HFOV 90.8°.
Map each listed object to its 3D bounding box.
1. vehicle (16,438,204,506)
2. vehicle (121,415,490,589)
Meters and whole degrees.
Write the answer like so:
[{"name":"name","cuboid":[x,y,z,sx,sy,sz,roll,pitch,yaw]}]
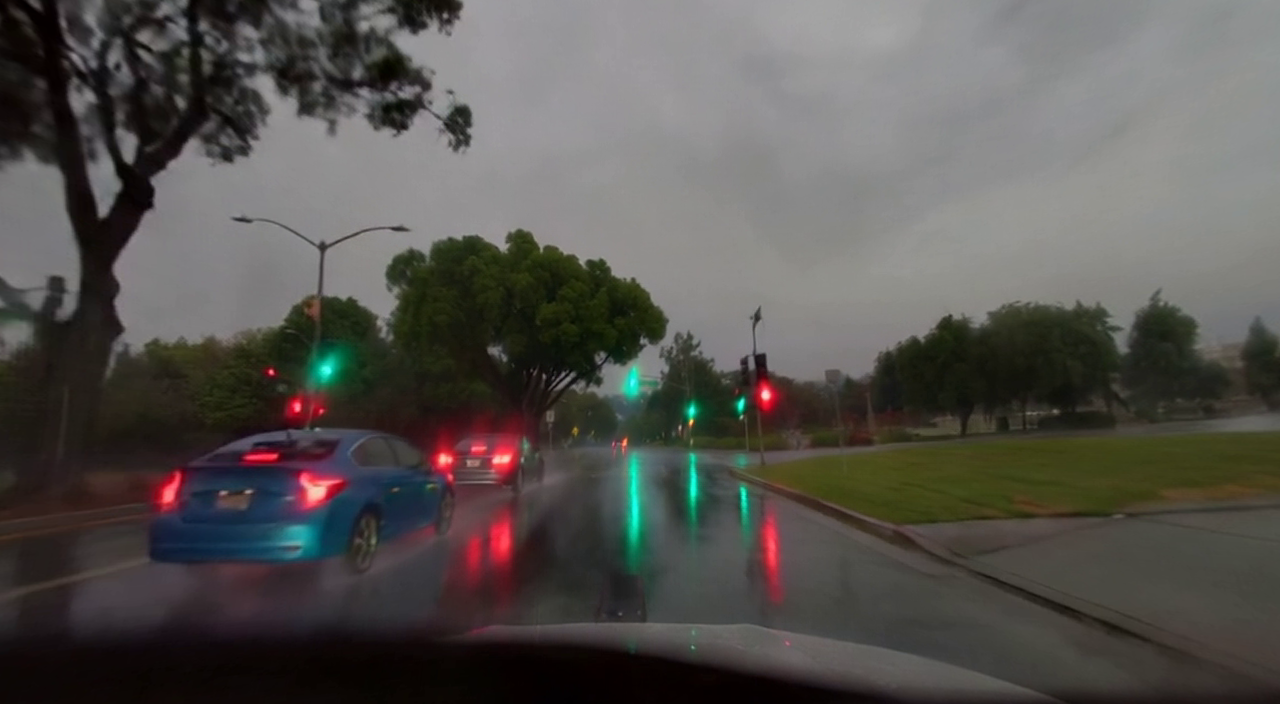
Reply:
[{"name":"vehicle","cuboid":[-13.958,3.136,16.995,1.804,1.578,3.876,0,-8,-4]},{"name":"vehicle","cuboid":[-3.466,1.650,7.883,2.038,1.486,4.678,0,-8,0]}]
